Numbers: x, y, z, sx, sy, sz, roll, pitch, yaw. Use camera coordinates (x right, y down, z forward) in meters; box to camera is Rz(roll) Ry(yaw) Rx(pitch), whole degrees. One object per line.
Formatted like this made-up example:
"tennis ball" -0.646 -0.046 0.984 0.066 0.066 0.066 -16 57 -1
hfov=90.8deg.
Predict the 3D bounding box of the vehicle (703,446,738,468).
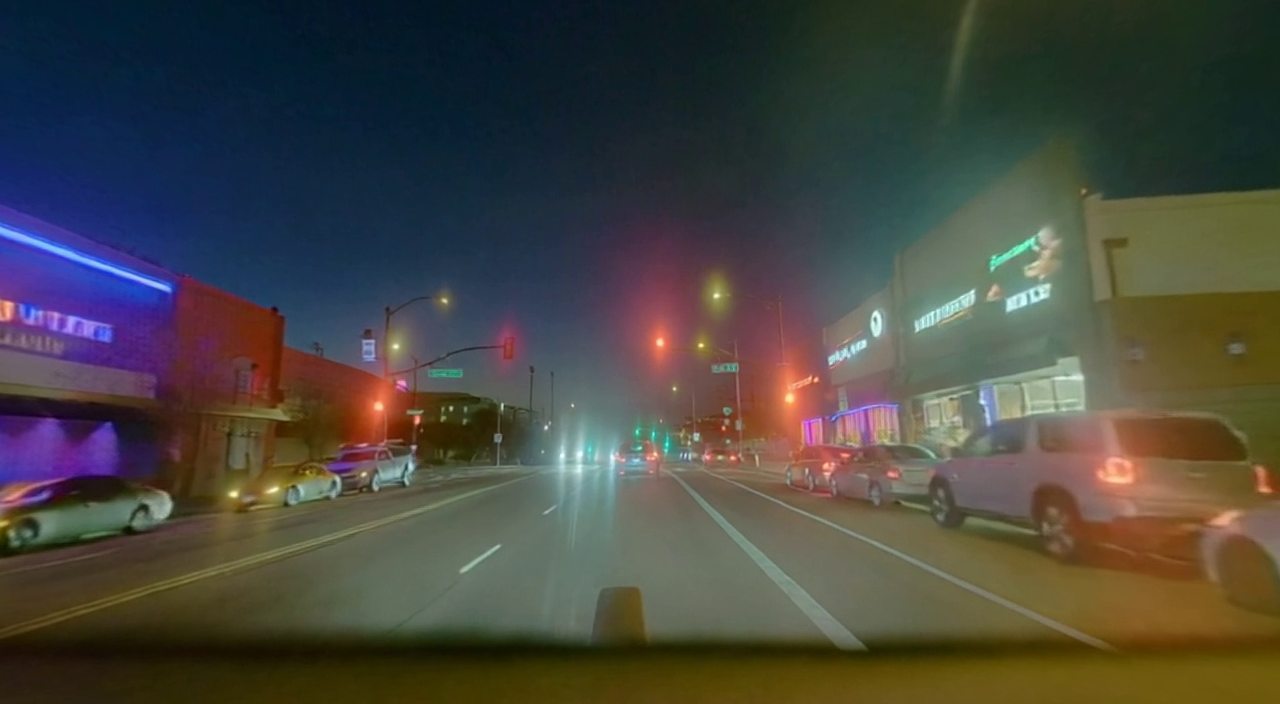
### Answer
"vehicle" 5.717 7.544 45.488 1.859 1.470 4.476 0 -8 -1

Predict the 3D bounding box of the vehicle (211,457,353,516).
"vehicle" -11.098 4.159 20.050 1.868 1.502 4.626 0 -8 -1

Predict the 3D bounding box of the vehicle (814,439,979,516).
"vehicle" 5.698 2.805 14.734 1.891 1.489 4.344 0 -8 -2

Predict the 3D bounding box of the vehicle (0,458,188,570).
"vehicle" -11.091 2.958 11.784 1.920 1.498 4.591 -5 -6 2

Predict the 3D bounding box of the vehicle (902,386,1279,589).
"vehicle" 5.795 1.677 8.684 2.201 1.972 4.845 0 -8 -1

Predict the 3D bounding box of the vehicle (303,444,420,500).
"vehicle" -11.314 4.860 26.303 2.240 2.052 5.872 0 -8 0

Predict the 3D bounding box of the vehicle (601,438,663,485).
"vehicle" -0.275 4.020 23.608 2.086 1.575 4.205 0 -8 0

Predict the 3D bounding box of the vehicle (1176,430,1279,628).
"vehicle" 5.856 1.161 3.538 1.854 1.498 4.295 0 -8 -1
